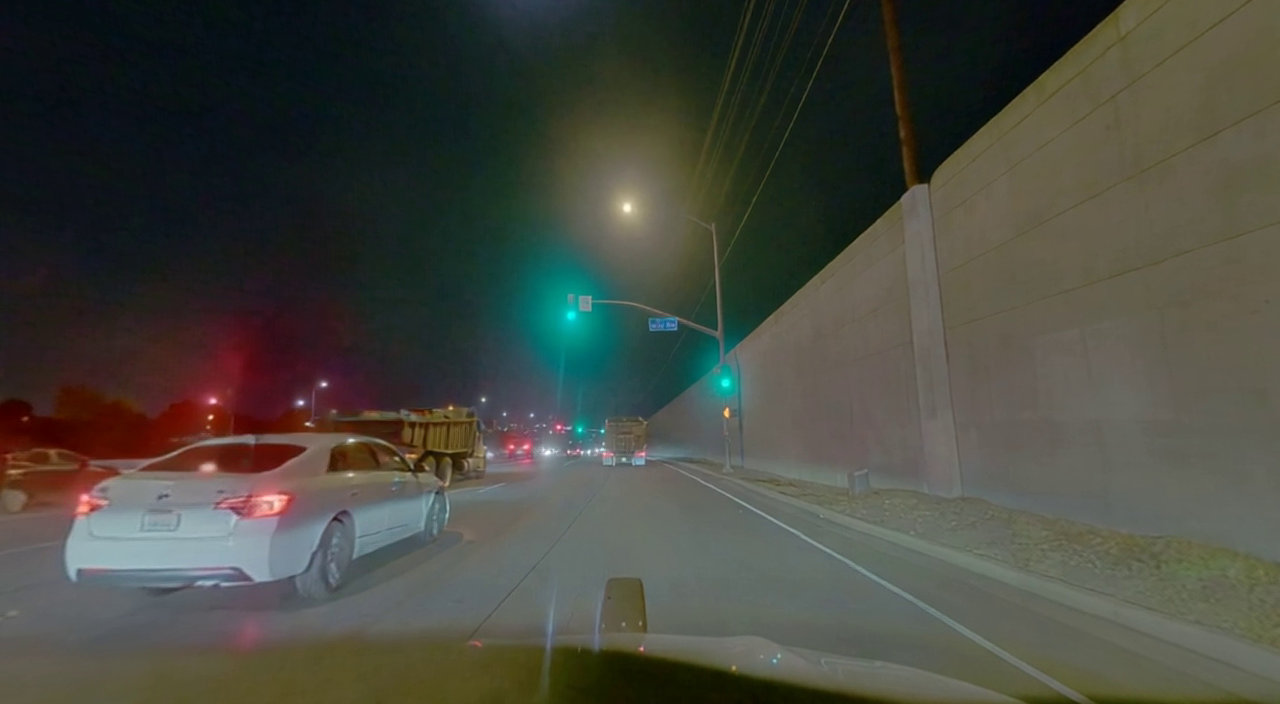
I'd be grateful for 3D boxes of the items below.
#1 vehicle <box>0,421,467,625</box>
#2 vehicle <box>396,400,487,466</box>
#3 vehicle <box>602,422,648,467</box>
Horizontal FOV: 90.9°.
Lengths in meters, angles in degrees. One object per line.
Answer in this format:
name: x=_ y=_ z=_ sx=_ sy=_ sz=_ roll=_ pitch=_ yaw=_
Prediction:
vehicle: x=-3.711 y=1.625 z=7.163 sx=2.019 sy=1.480 sz=4.966 roll=0 pitch=-8 yaw=1
vehicle: x=-12.835 y=5.447 z=41.768 sx=3.016 sy=3.847 sz=8.707 roll=0 pitch=-8 yaw=1
vehicle: x=-0.823 y=5.150 z=35.045 sx=2.355 sy=2.305 sz=5.336 roll=0 pitch=-8 yaw=-1
